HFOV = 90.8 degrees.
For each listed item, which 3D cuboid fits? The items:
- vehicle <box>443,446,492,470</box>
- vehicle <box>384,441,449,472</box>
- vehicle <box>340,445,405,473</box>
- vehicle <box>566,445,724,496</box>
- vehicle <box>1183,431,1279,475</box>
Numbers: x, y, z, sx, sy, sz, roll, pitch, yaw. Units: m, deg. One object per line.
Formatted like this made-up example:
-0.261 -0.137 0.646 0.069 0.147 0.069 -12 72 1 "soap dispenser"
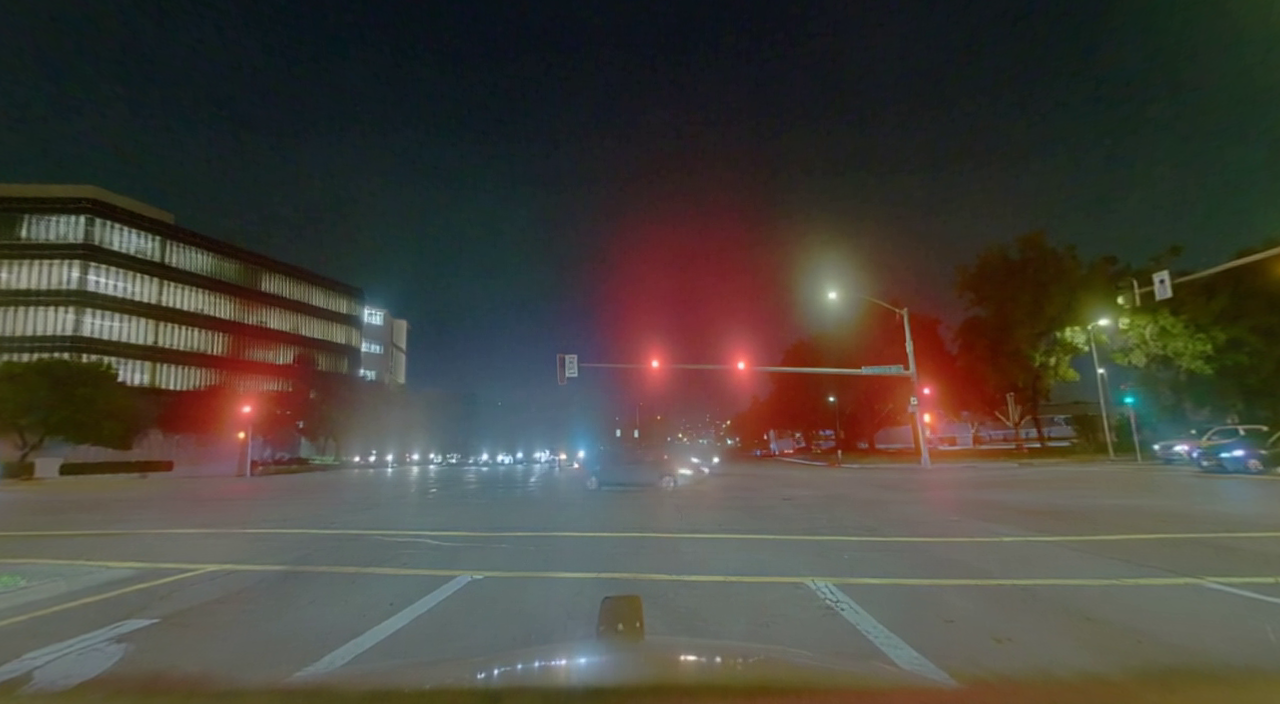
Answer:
-11.634 7.148 42.816 2.003 1.476 4.297 -1 -9 2 "vehicle"
-15.133 7.125 43.241 2.340 1.946 5.450 -1 -9 1 "vehicle"
-18.543 7.409 44.086 2.237 1.842 5.116 0 -9 0 "vehicle"
0.102 3.333 18.071 4.093 1.288 1.910 -6 -10 32 "vehicle"
22.326 3.557 22.356 4.474 1.477 1.908 0 -9 -3 "vehicle"
